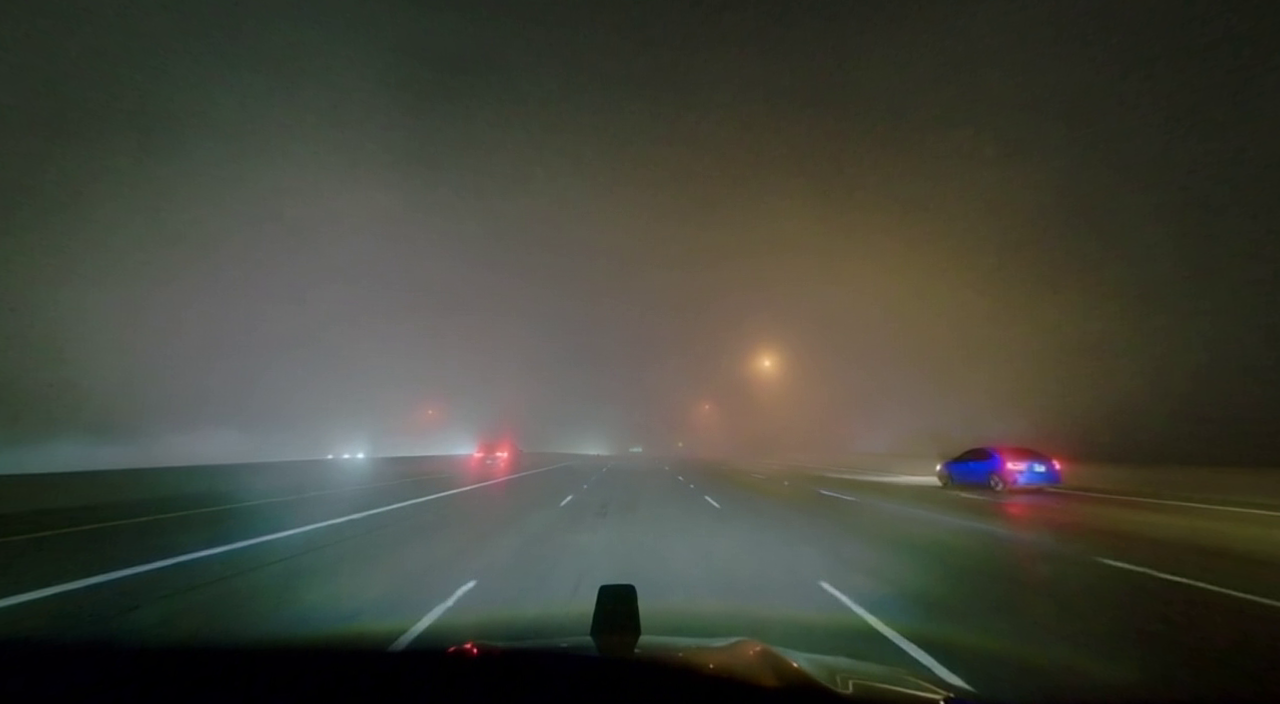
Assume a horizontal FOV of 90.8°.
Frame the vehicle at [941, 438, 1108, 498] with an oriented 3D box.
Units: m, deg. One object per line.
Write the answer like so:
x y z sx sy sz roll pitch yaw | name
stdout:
10.926 3.318 18.462 1.985 1.493 4.486 0 -9 -1 | vehicle
